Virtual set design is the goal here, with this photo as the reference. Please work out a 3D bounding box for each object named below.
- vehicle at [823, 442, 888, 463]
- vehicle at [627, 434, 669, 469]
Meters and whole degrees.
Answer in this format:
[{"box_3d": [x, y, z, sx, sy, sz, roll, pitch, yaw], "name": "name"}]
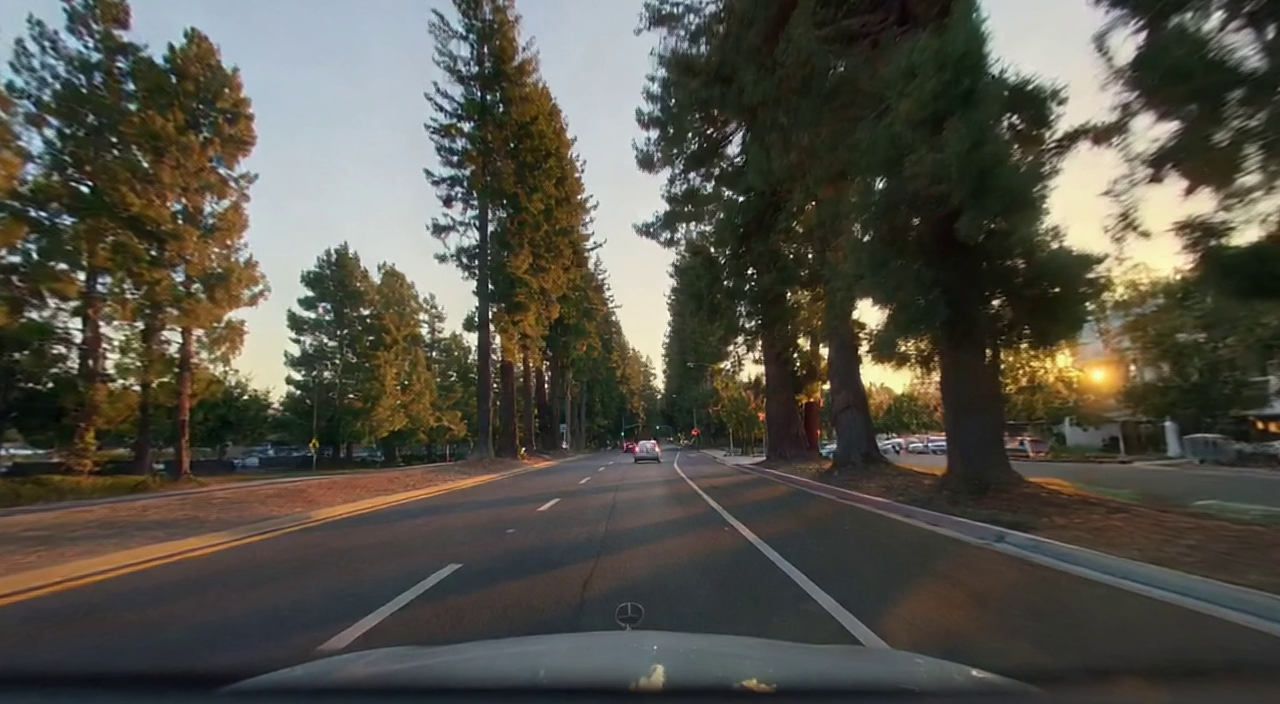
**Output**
[{"box_3d": [15.502, 7.242, 45.422, 3.913, 1.384, 1.893, -1, -8, 0], "name": "vehicle"}, {"box_3d": [0.410, 5.283, 33.568, 2.135, 1.691, 3.884, 0, -9, 0], "name": "vehicle"}]
